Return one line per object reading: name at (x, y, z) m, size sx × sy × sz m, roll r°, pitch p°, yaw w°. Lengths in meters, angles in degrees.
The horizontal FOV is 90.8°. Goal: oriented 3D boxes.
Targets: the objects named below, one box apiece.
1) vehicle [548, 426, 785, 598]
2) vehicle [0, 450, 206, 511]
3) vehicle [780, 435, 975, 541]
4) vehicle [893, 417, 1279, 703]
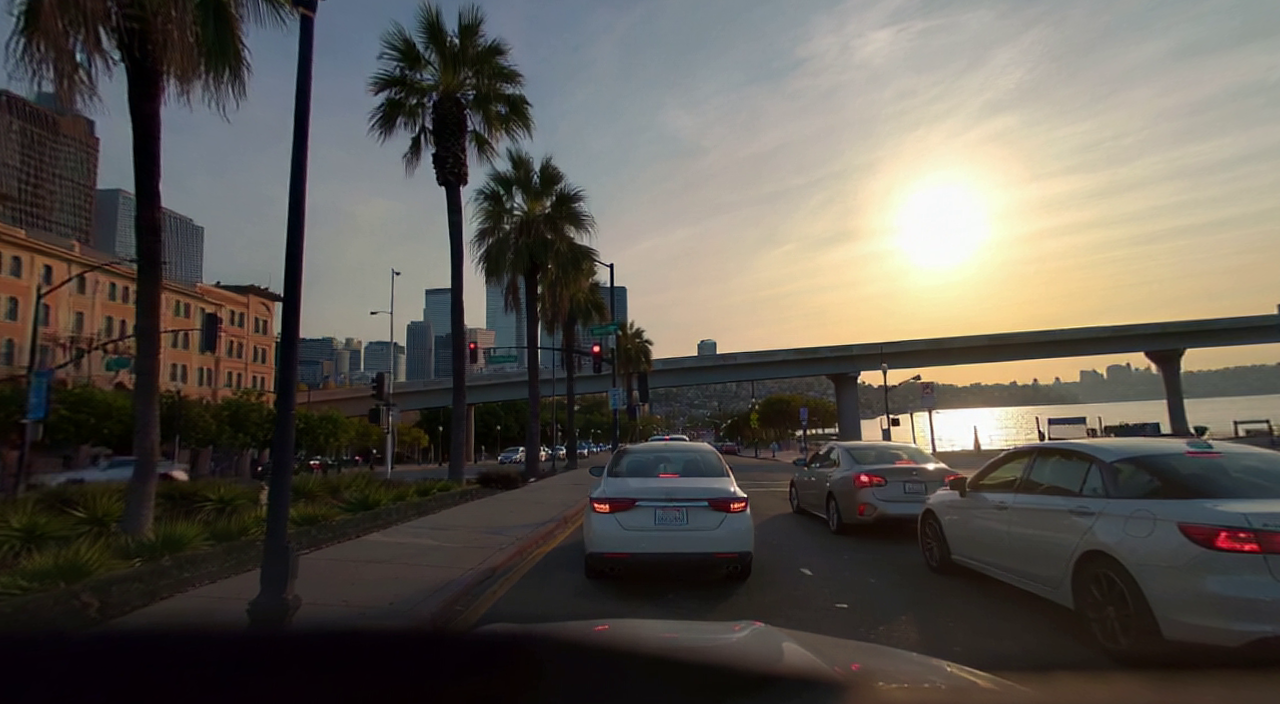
vehicle at (0.261, 1.706, 7.510) m, size 2.093 × 1.503 × 3.681 m, roll 0°, pitch -9°, yaw 1°
vehicle at (-16.129, 3.803, 19.289) m, size 2.022 × 1.604 × 4.495 m, roll -2°, pitch -9°, yaw 11°
vehicle at (3.893, 2.290, 11.315) m, size 1.920 × 1.490 × 4.417 m, roll -1°, pitch -9°, yaw 2°
vehicle at (3.912, 1.364, 5.094) m, size 1.913 × 1.469 × 4.425 m, roll 0°, pitch -9°, yaw 0°
